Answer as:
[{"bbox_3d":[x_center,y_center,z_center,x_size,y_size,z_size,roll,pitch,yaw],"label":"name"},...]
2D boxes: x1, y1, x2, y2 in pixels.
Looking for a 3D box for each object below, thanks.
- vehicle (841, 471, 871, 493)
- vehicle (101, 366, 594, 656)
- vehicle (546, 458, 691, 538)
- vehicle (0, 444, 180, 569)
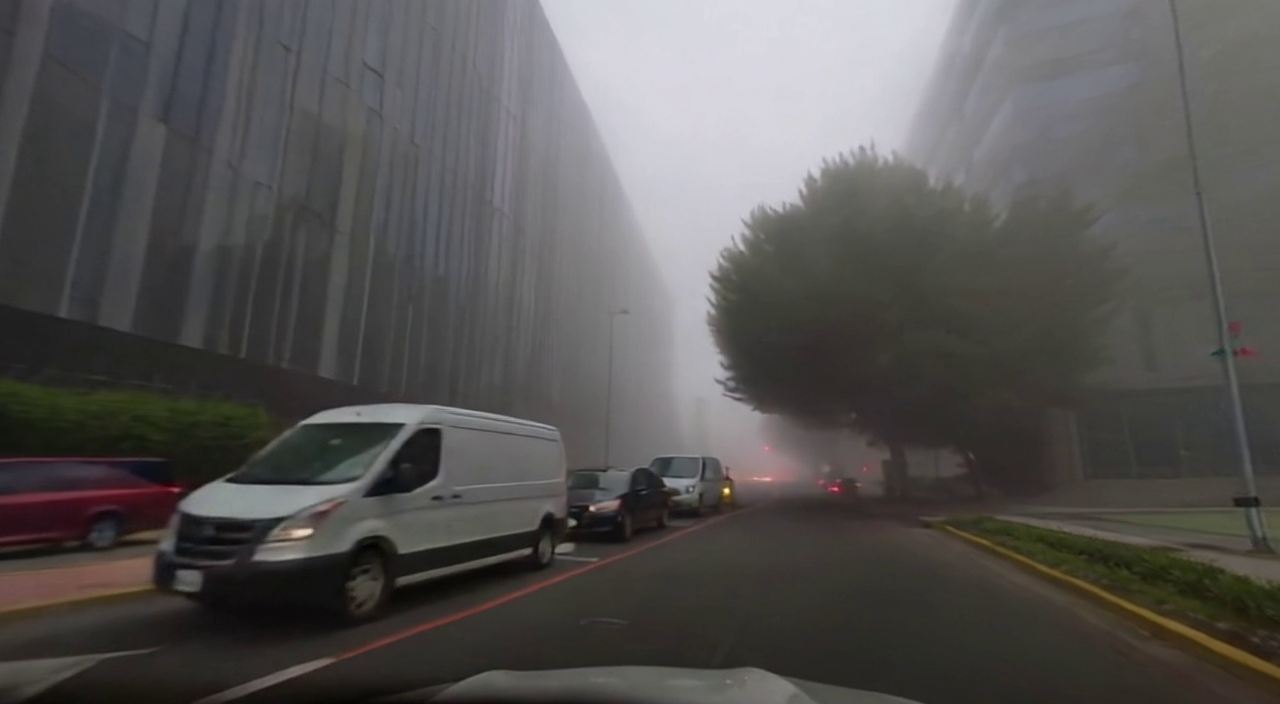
[{"bbox_3d":[15.839,9.507,46.346,1.899,1.470,3.666,-2,-10,16],"label":"vehicle"},{"bbox_3d":[-2.457,1.614,7.270,2.104,2.013,5.252,-4,-11,16],"label":"vehicle"},{"bbox_3d":[-0.298,3.243,14.510,1.853,1.495,4.632,-5,-11,17],"label":"vehicle"},{"bbox_3d":[-8.575,1.853,7.634,1.868,1.472,4.470,-3,-11,18],"label":"vehicle"}]
